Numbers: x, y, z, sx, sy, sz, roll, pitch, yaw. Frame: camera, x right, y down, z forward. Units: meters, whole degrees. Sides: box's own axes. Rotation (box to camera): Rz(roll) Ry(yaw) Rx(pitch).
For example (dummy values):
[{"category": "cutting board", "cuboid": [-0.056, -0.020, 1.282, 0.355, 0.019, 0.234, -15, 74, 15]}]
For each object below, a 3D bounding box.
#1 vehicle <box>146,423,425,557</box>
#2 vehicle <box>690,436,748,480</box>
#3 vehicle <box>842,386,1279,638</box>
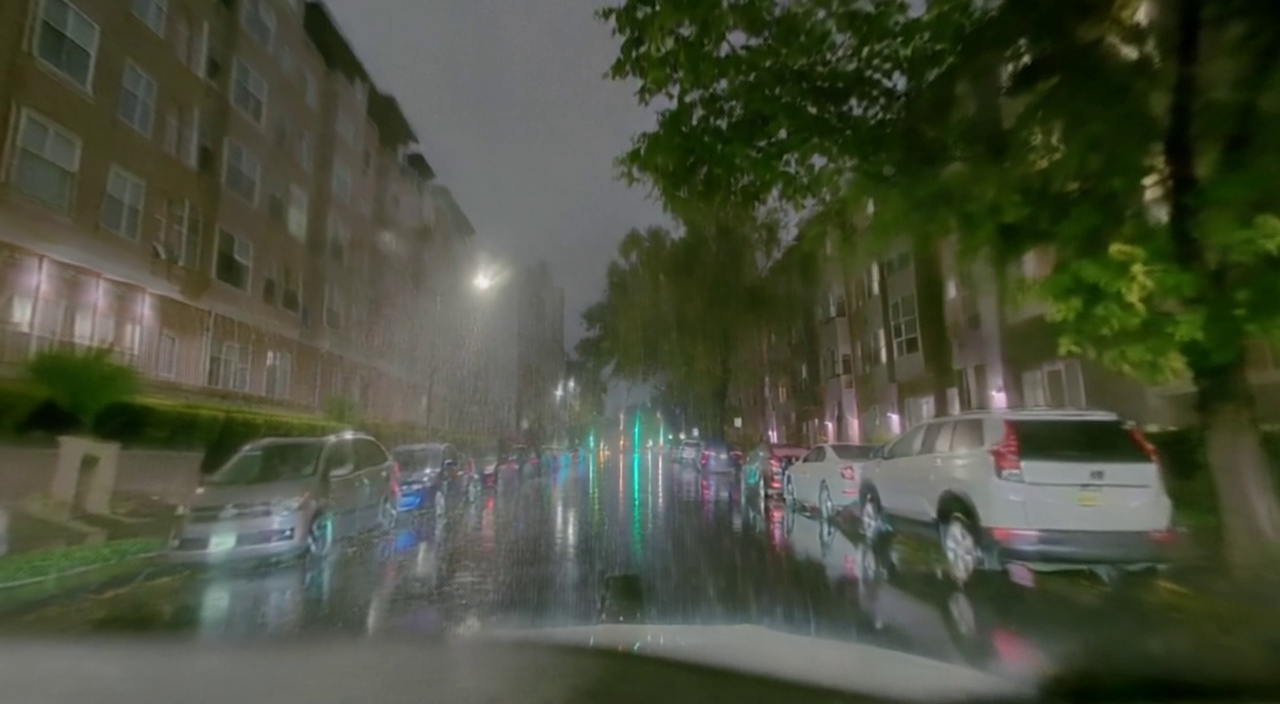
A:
[{"category": "vehicle", "cuboid": [-5.141, 2.003, 9.923, 2.274, 1.679, 3.639, 0, -8, -1]}, {"category": "vehicle", "cuboid": [3.481, 4.762, 28.747, 1.912, 1.781, 5.159, 0, -8, -1]}, {"category": "vehicle", "cuboid": [3.881, 1.512, 7.045, 1.911, 1.835, 4.599, 0, -8, 3]}]
